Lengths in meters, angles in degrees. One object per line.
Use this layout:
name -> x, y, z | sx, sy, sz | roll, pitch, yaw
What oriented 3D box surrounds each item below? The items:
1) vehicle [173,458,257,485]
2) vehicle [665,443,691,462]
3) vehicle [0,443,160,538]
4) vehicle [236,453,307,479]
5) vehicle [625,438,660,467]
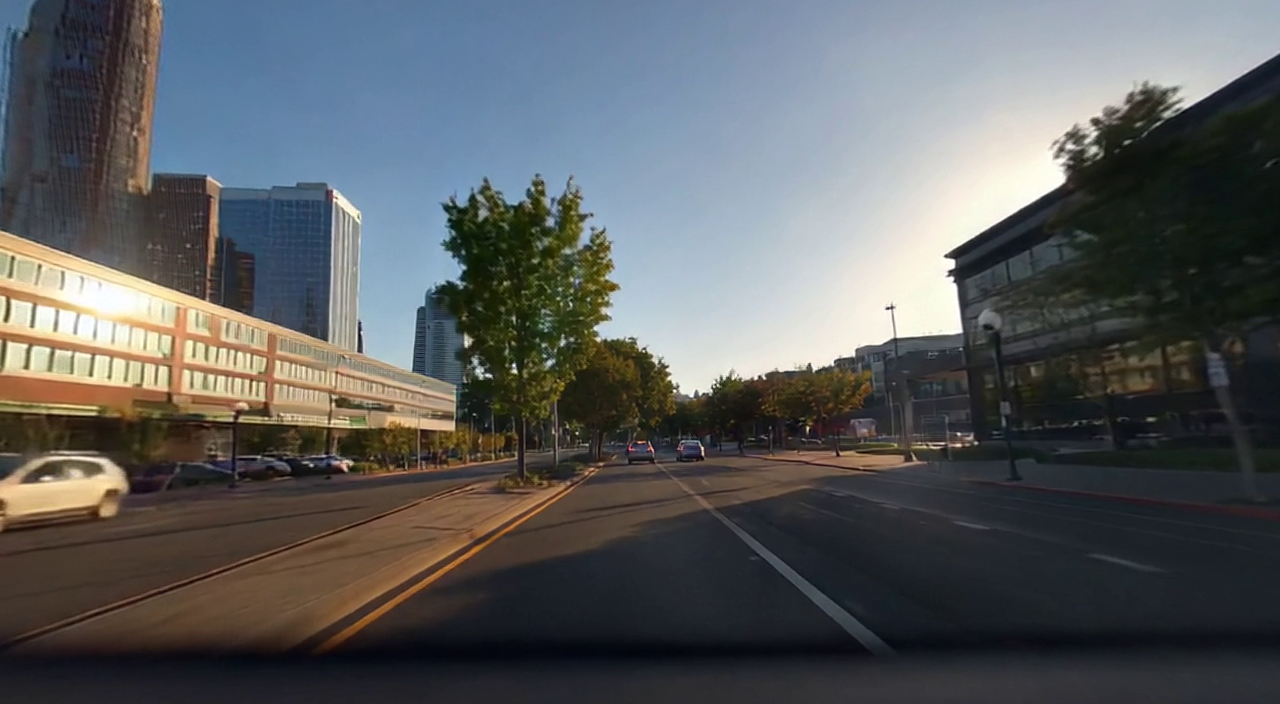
vehicle -> -26.298, 7.371, 39.329 | 1.815, 1.470, 4.581 | -1, -8, 4
vehicle -> 2.939, 7.834, 49.427 | 1.685, 1.441, 3.795 | 0, -8, -1
vehicle -> -13.045, 2.862, 13.533 | 1.953, 1.778, 4.482 | -1, -8, 0
vehicle -> -25.755, 7.978, 44.399 | 2.051, 1.644, 4.674 | -1, -8, 1
vehicle -> 0.131, 6.315, 39.863 | 2.100, 1.683, 4.231 | 0, -8, 0
